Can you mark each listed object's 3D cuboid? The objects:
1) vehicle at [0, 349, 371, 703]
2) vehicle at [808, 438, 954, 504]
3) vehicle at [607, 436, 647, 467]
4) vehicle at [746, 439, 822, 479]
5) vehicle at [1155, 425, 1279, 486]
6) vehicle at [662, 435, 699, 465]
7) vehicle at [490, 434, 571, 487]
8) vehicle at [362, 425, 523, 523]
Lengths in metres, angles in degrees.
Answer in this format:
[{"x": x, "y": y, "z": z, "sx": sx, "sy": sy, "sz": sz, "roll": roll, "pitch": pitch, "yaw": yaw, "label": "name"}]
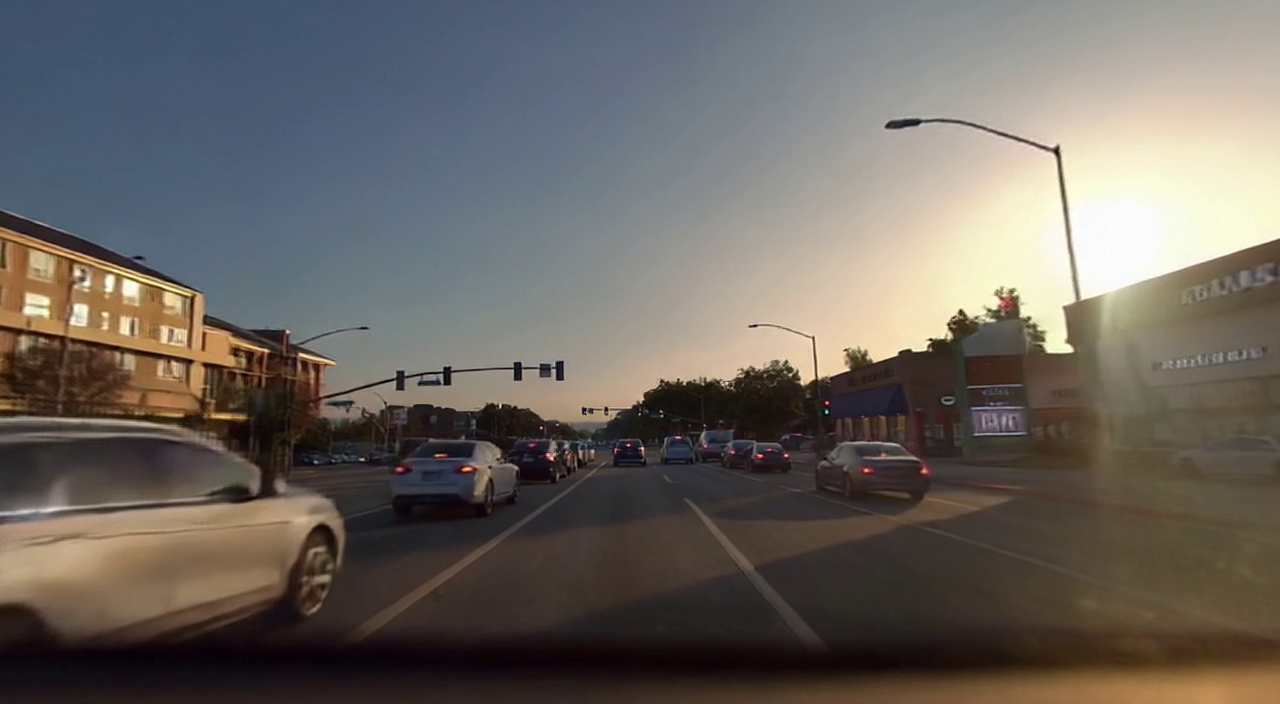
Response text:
[{"x": -3.428, "y": 0.962, "z": 3.257, "sx": 2.143, "sy": 1.643, "sz": 4.336, "roll": 0, "pitch": -8, "yaw": 0, "label": "vehicle"}, {"x": 6.003, "y": 2.998, "z": 16.415, "sx": 2.017, "sy": 1.453, "sz": 4.497, "roll": 0, "pitch": -8, "yaw": 0, "label": "vehicle"}, {"x": -0.773, "y": 5.944, "z": 37.963, "sx": 2.261, "sy": 1.741, "sz": 4.255, "roll": 0, "pitch": -8, "yaw": -1, "label": "vehicle"}, {"x": 5.879, "y": 4.422, "z": 26.392, "sx": 1.969, "sy": 1.502, "sz": 4.663, "roll": 0, "pitch": -8, "yaw": -2, "label": "vehicle"}, {"x": 16.406, "y": 2.684, "z": 16.531, "sx": 1.819, "sy": 1.457, "sz": 4.680, "roll": 0, "pitch": -8, "yaw": -1, "label": "vehicle"}, {"x": 2.557, "y": 6.333, "z": 40.933, "sx": 2.018, "sy": 1.779, "sz": 4.338, "roll": 0, "pitch": -8, "yaw": -2, "label": "vehicle"}, {"x": -3.631, "y": 3.681, "z": 21.783, "sx": 2.063, "sy": 1.625, "sz": 4.290, "roll": 0, "pitch": -8, "yaw": -1, "label": "vehicle"}, {"x": -3.705, "y": 2.360, "z": 12.709, "sx": 1.934, "sy": 1.624, "sz": 3.964, "roll": 0, "pitch": -8, "yaw": 0, "label": "vehicle"}]
